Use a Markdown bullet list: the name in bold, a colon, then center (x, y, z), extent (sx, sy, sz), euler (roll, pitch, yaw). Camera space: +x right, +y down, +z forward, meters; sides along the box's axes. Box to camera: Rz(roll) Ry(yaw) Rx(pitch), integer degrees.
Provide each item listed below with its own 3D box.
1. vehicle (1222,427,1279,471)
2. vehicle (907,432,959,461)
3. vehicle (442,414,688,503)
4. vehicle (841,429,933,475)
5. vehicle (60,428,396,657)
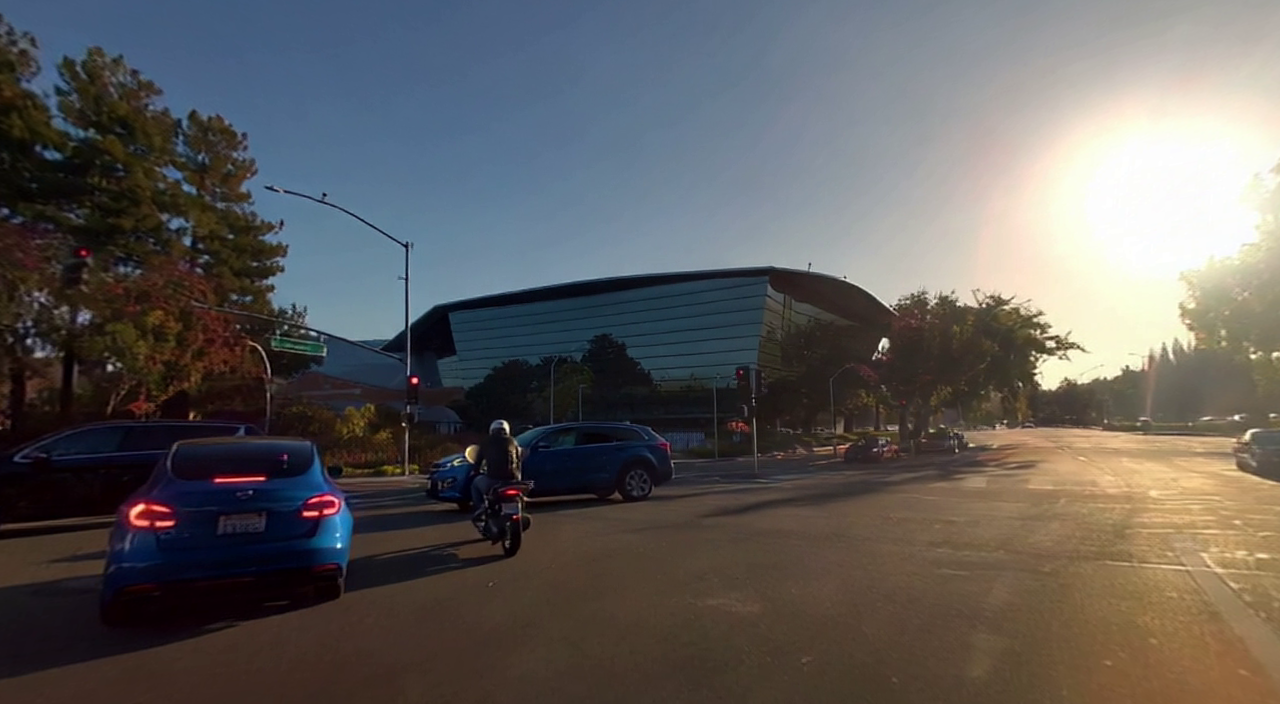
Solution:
- **vehicle**: center (22.999, 3.480, 22.810), extent (1.872, 1.467, 4.385), euler (-5, -10, 31)
- **vehicle**: center (16.809, 5.402, 36.090), extent (2.024, 1.543, 4.028), euler (-6, -10, 32)
- **vehicle**: center (-1.955, 2.631, 16.078), extent (5.833, 1.960, 2.341), euler (2, -9, -17)
- **vehicle**: center (10.097, 4.006, 25.583), extent (2.084, 1.656, 4.583), euler (-7, -10, 38)
- **vehicle**: center (-4.128, 1.558, 6.388), extent (2.009, 1.450, 4.182), euler (5, -10, -36)
